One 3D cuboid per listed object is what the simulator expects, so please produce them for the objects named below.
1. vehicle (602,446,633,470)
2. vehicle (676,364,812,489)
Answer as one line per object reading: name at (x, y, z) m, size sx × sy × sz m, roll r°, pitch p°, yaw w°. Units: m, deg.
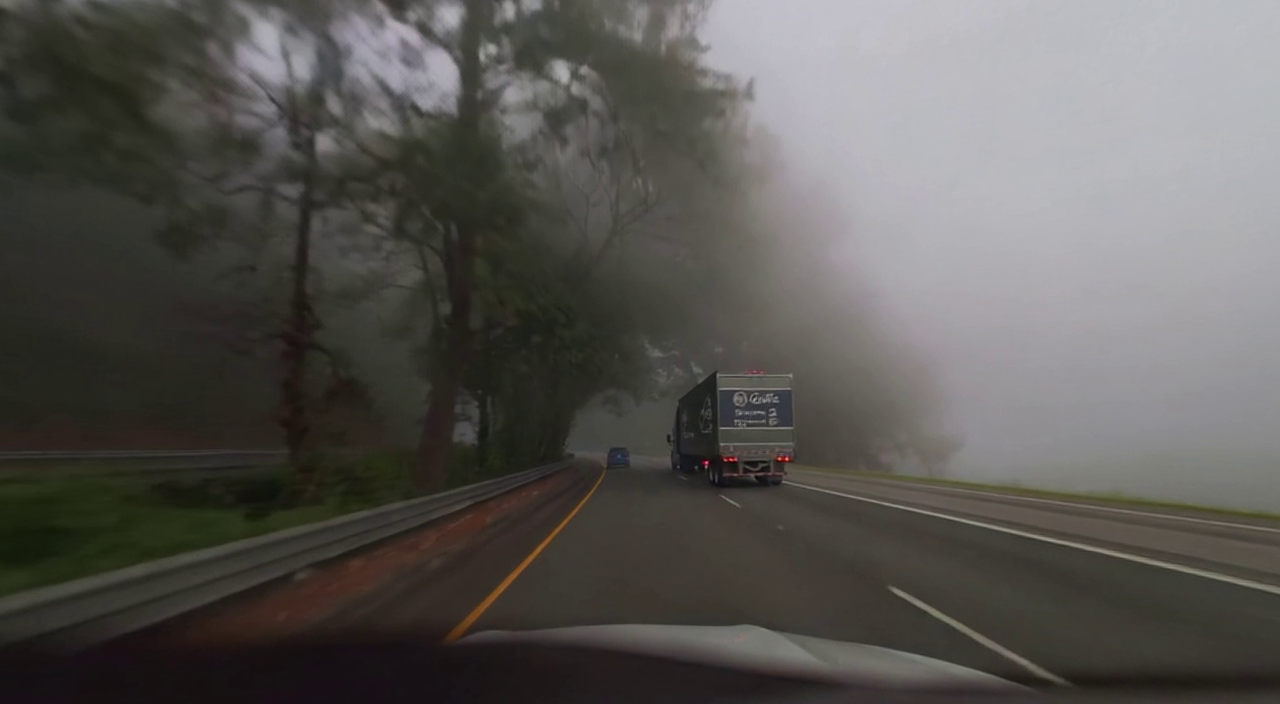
vehicle at (-1.394, 6.732, 40.156) m, size 1.913 × 1.460 × 3.610 m, roll 0°, pitch -9°, yaw -1°
vehicle at (3.731, 3.462, 27.307) m, size 2.951 × 4.012 × 14.203 m, roll 0°, pitch -9°, yaw -2°
